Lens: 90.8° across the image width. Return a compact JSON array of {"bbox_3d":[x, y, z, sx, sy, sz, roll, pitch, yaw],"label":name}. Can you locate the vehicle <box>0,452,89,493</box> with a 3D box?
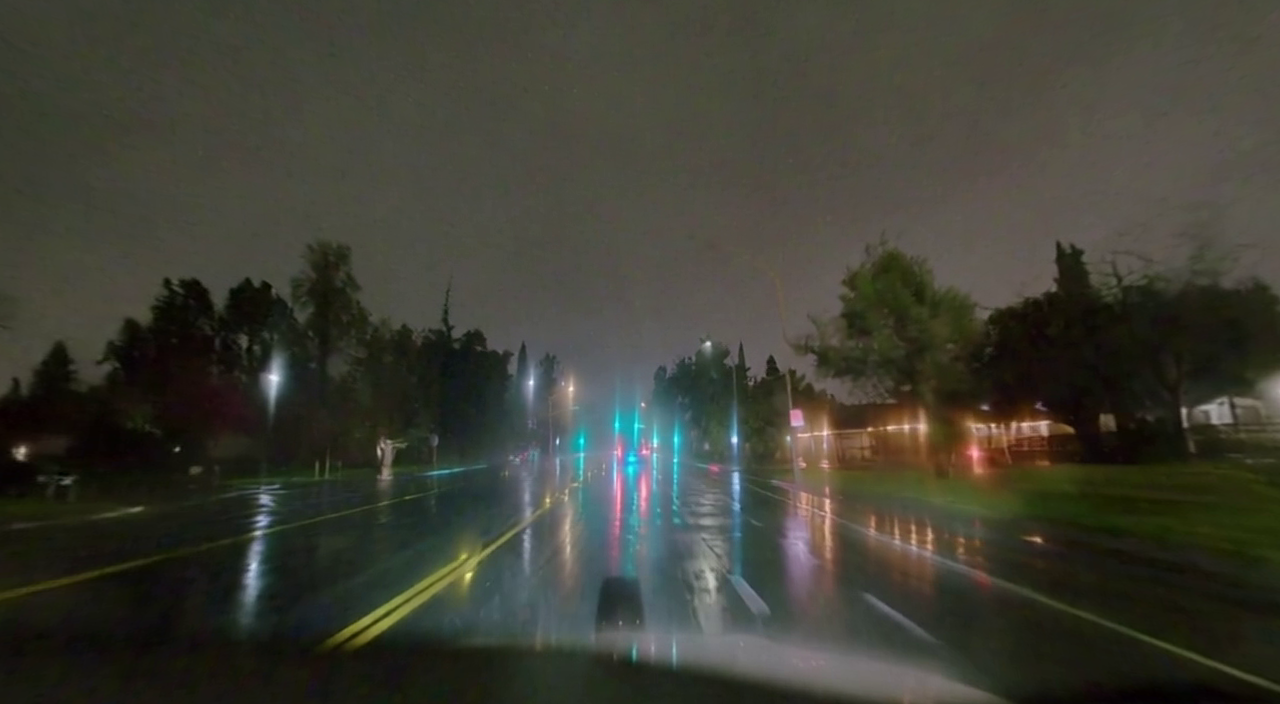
[{"bbox_3d":[-24.819,4.804,25.561,1.830,1.467,4.270,2,-9,-12],"label":"vehicle"}]

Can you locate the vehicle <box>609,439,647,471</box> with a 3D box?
[{"bbox_3d":[-0.690,6.338,39.125,2.230,1.827,4.298,0,-8,0],"label":"vehicle"}]
